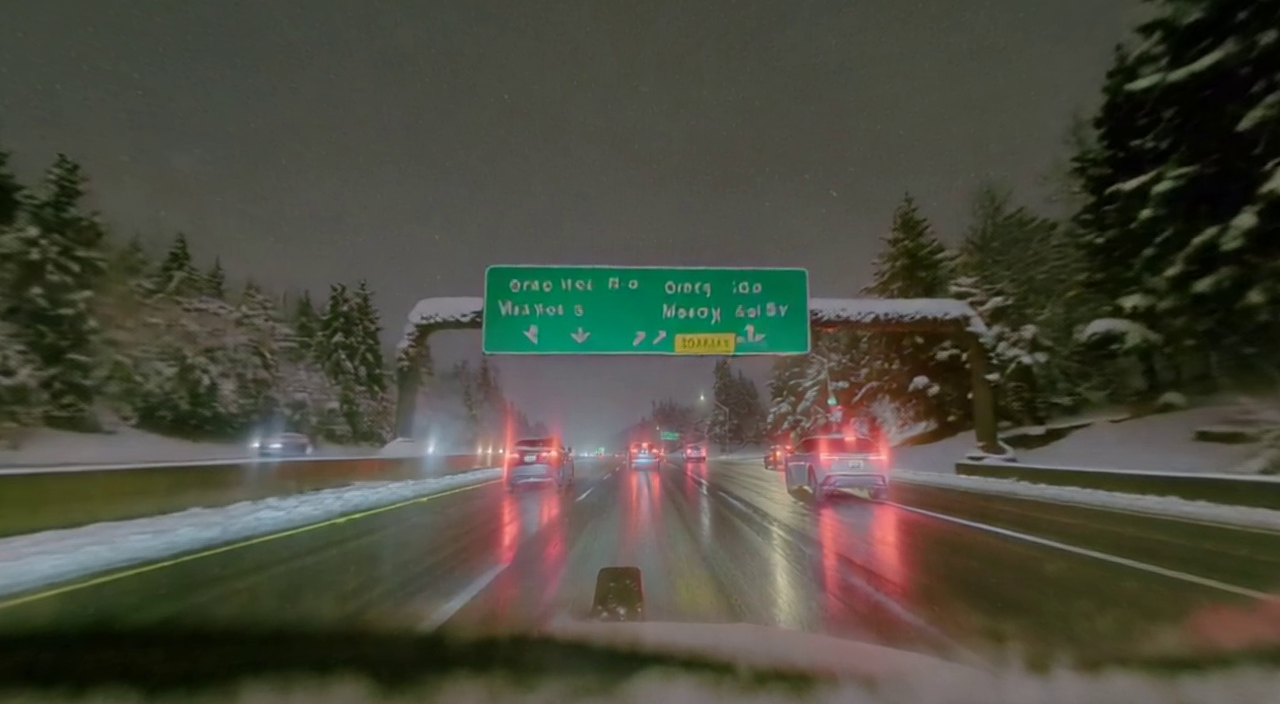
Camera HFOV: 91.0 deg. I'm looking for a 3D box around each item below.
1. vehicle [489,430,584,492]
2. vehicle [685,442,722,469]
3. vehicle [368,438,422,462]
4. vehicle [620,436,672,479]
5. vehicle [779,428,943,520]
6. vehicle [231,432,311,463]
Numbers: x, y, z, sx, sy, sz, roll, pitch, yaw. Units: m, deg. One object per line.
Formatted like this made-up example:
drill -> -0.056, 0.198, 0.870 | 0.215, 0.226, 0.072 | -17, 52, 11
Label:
vehicle -> -3.226, 3.535, 20.730 | 2.199, 1.777, 4.790 | 0, -9, 1
vehicle -> 4.231, 7.014, 42.845 | 2.022, 1.682, 4.226 | 1, -9, -1
vehicle -> -18.496, 7.436, 47.785 | 2.019, 1.714, 4.907 | 0, -9, 0
vehicle -> 0.243, 4.723, 28.384 | 2.181, 1.728, 3.970 | 1, -9, 0
vehicle -> 4.628, 2.627, 14.081 | 2.041, 1.669, 4.712 | 0, -9, 1
vehicle -> -26.087, 6.807, 44.794 | 2.182, 2.016, 5.695 | 0, -9, 0
